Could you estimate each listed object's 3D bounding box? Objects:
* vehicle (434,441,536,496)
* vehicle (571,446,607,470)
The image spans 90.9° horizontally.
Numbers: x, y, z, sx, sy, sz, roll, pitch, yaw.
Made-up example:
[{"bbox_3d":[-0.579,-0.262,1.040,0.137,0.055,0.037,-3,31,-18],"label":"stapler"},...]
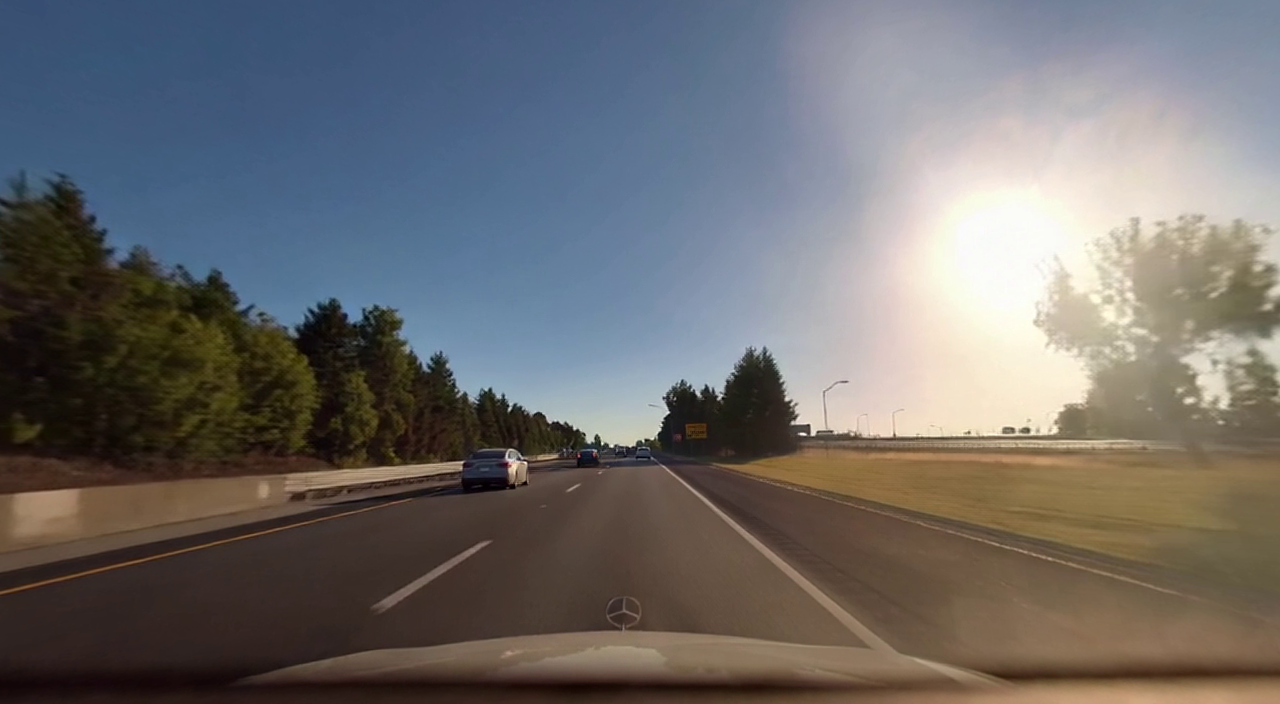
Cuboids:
[{"bbox_3d":[-4.671,3.590,19.739,1.975,1.501,4.603,0,-9,1],"label":"vehicle"},{"bbox_3d":[-3.347,7.029,41.997,2.005,1.474,3.921,0,-9,1],"label":"vehicle"}]
